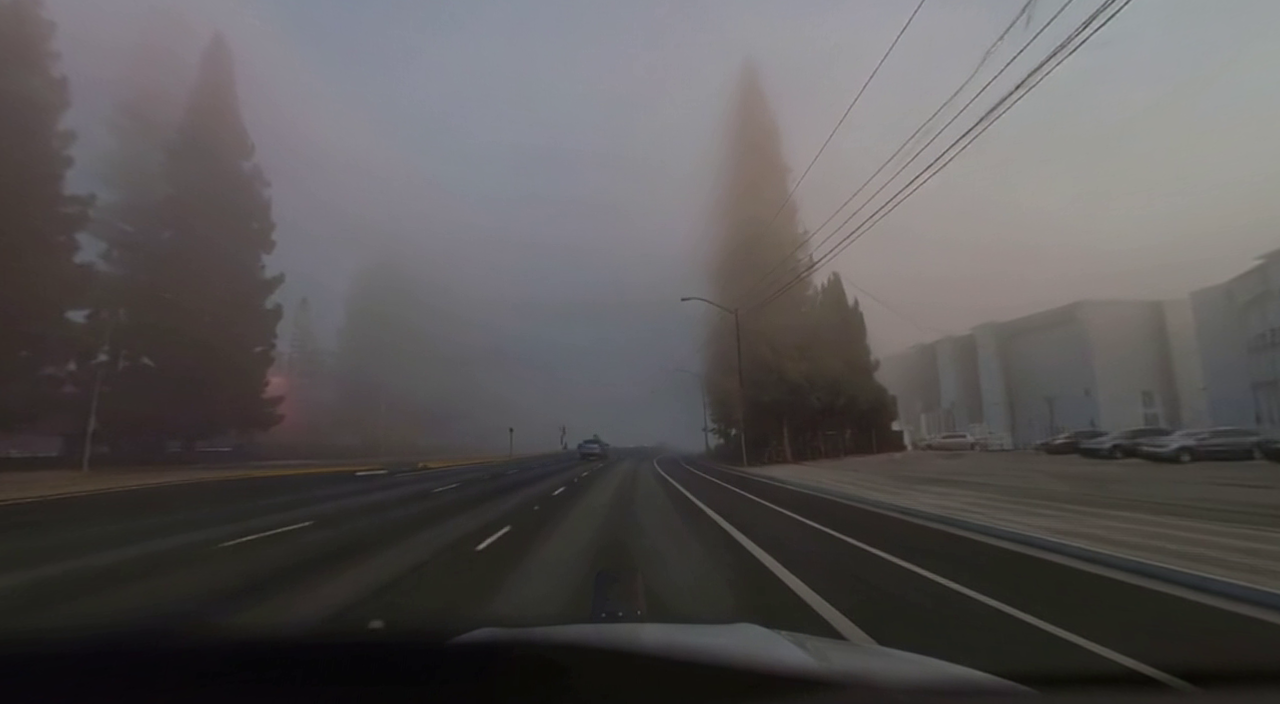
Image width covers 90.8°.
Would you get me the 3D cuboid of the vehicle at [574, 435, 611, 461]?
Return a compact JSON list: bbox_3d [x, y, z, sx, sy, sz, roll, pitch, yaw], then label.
[{"bbox_3d":[-3.204,6.553,43.255,2.121,1.654,3.993,0,-8,1],"label":"vehicle"}]
